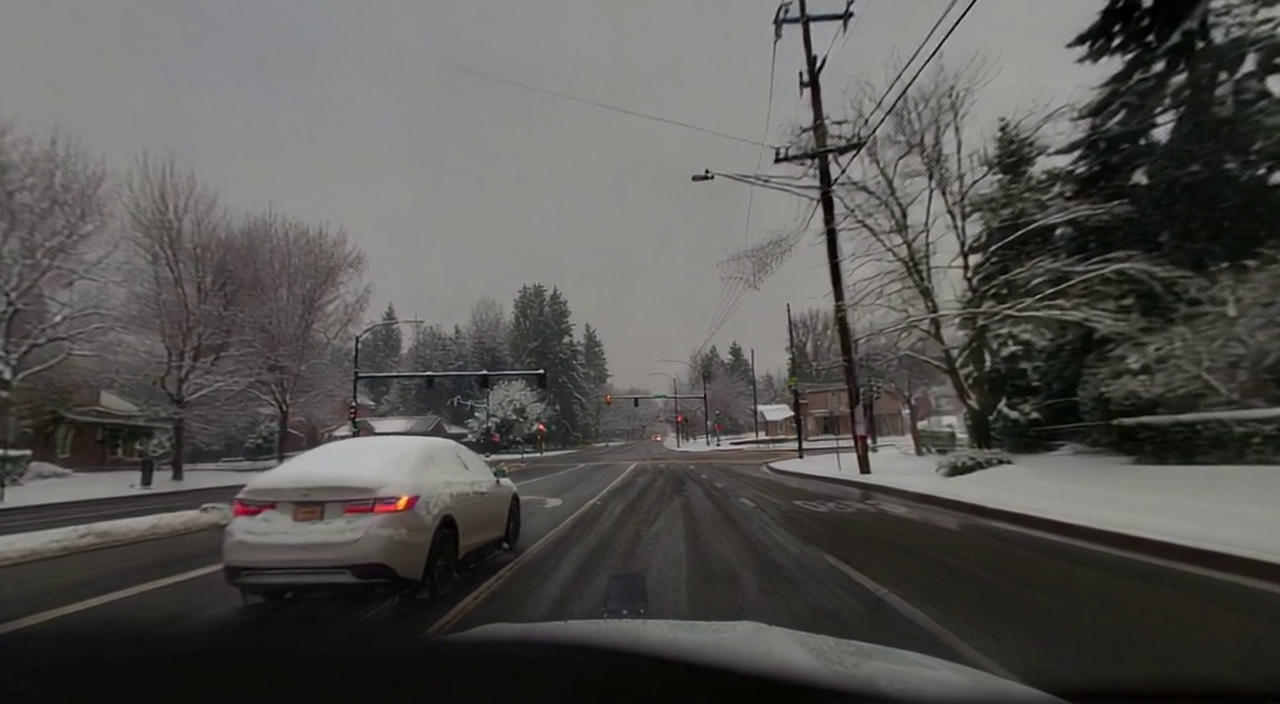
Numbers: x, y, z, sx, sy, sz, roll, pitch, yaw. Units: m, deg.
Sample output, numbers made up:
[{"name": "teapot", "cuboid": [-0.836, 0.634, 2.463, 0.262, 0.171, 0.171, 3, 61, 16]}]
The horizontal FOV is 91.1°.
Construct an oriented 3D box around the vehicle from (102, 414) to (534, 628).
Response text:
[{"name": "vehicle", "cuboid": [-2.855, 1.622, 7.216, 2.139, 1.564, 4.901, -1, -8, 4]}]
